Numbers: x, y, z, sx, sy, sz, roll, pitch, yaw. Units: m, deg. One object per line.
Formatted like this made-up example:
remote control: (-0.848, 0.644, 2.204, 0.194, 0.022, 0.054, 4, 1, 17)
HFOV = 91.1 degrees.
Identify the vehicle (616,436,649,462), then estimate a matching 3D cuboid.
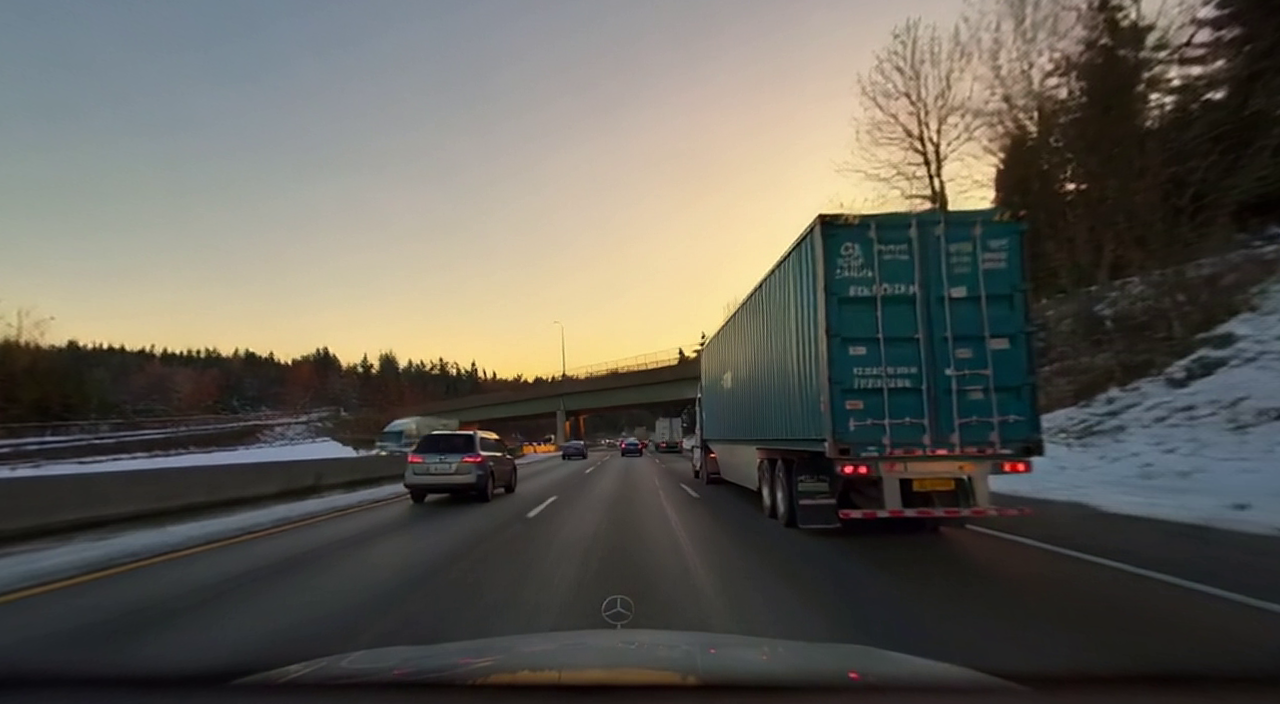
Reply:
vehicle: (-0.498, 6.379, 41.635, 2.088, 1.567, 4.240, 0, -8, -1)

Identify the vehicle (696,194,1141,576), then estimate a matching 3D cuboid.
vehicle: (3.517, 1.226, 13.870, 2.959, 4.058, 14.485, 0, -8, -1)

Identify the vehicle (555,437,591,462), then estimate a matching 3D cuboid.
vehicle: (-4.423, 6.497, 42.119, 2.021, 1.514, 4.190, 0, -8, 0)

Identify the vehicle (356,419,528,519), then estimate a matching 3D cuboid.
vehicle: (-3.739, 2.265, 12.863, 2.054, 1.671, 4.445, 0, -8, 0)
